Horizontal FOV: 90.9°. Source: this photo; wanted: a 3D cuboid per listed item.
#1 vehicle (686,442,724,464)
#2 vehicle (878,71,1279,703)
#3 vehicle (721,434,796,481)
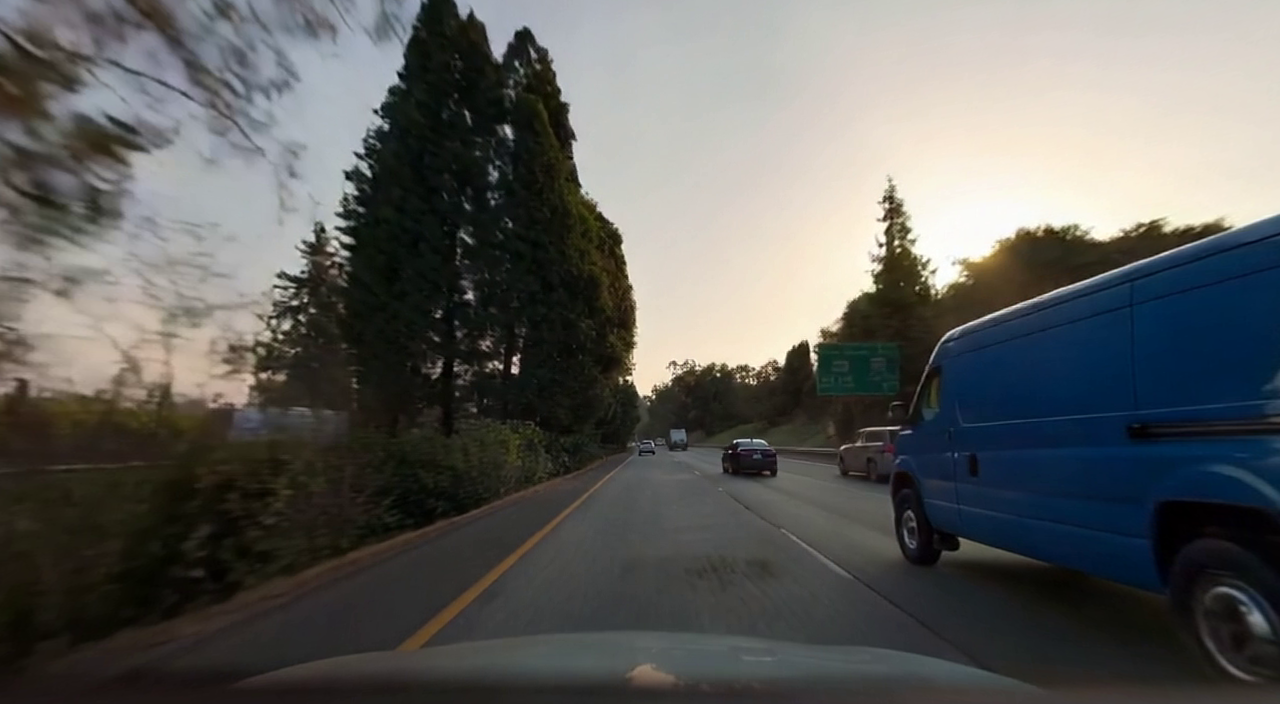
[{"bbox_3d":[4.389,6.880,43.216,2.050,1.448,4.123,0,-8,-1],"label":"vehicle"},{"bbox_3d":[3.631,0.436,3.552,2.302,2.670,5.912,0,-8,1],"label":"vehicle"},{"bbox_3d":[4.499,4.051,24.597,2.034,1.651,4.342,0,-8,0],"label":"vehicle"}]
